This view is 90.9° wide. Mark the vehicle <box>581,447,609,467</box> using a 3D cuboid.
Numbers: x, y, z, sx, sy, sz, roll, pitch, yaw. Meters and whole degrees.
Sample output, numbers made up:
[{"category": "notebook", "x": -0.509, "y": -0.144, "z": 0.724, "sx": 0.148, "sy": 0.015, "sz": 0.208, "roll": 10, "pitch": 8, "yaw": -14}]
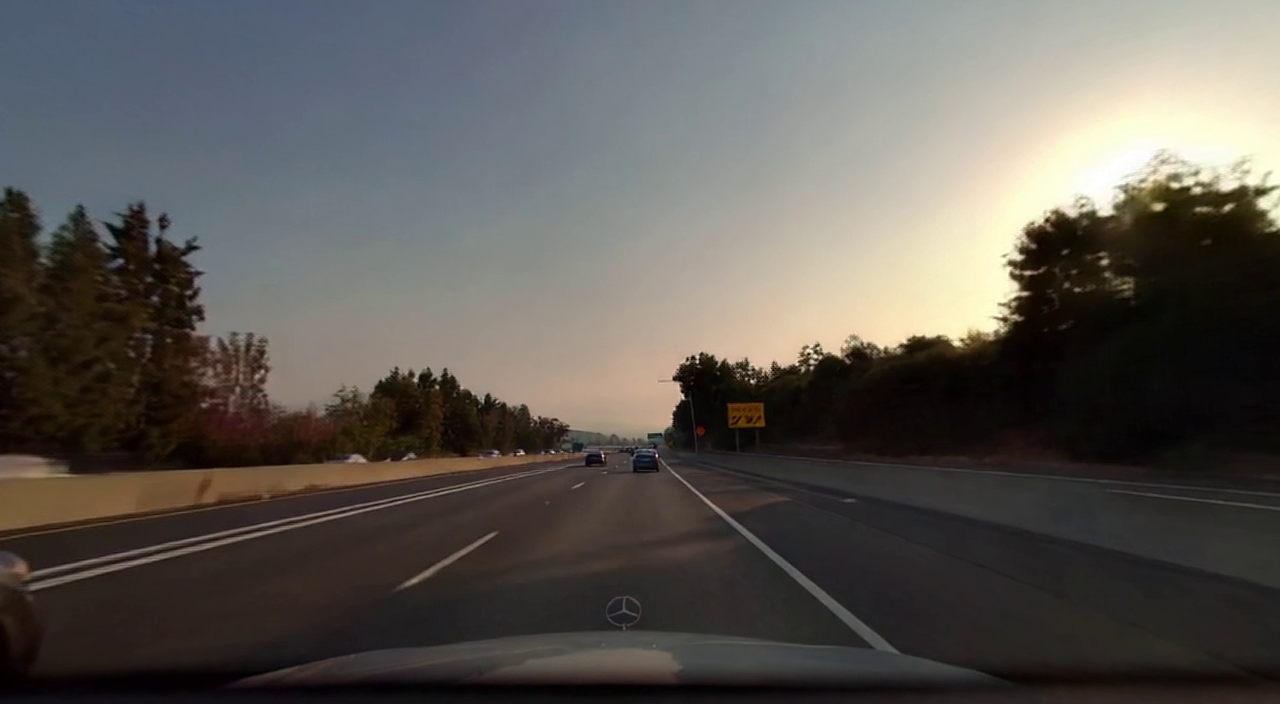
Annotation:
[{"category": "vehicle", "x": -3.523, "y": 8.233, "z": 49.619, "sx": 1.877, "sy": 1.504, "sz": 3.799, "roll": 0, "pitch": -9, "yaw": 1}]

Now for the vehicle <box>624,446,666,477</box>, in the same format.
[{"category": "vehicle", "x": 0.237, "y": 5.517, "z": 32.043, "sx": 2.002, "sy": 1.449, "sz": 3.612, "roll": 0, "pitch": -9, "yaw": 0}]
